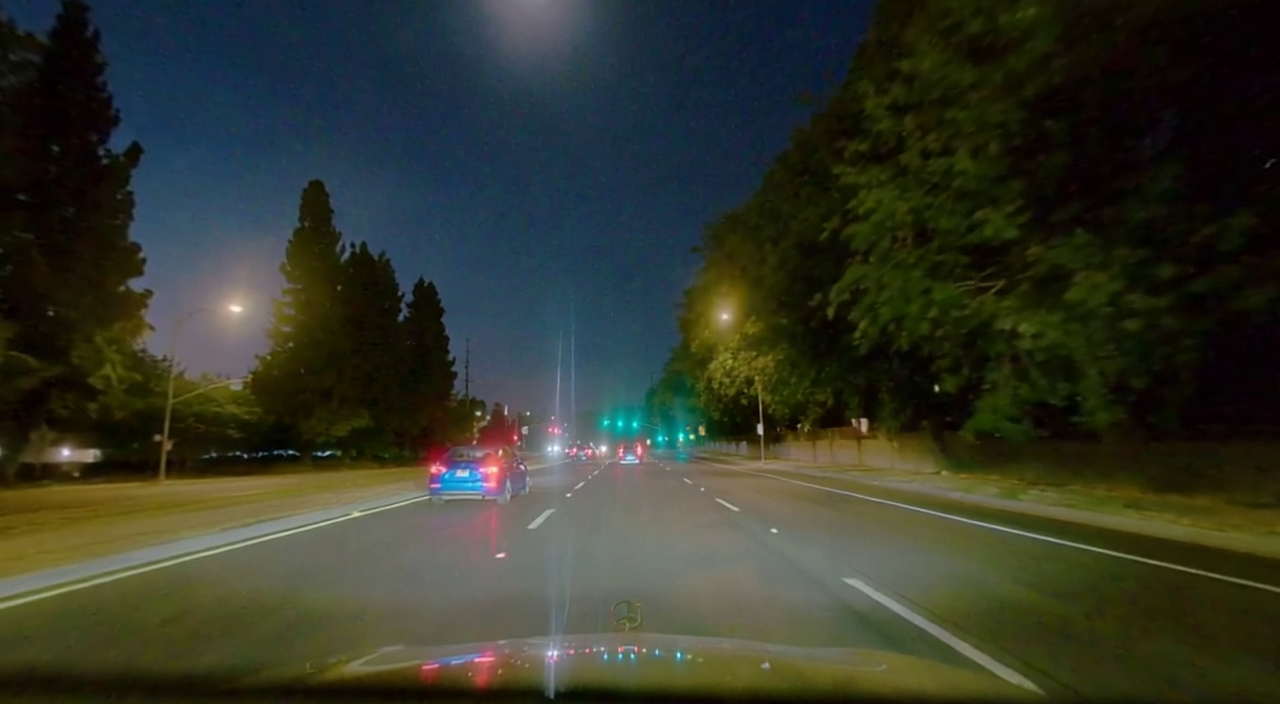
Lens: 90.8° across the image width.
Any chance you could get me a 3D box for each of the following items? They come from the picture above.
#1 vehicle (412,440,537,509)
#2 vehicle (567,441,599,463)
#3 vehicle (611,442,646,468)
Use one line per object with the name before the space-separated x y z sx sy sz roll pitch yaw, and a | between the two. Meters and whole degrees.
vehicle | -3.808 2.884 15.410 1.905 1.418 4.396 0 -8 -1
vehicle | -4.241 7.521 47.556 2.103 1.592 4.160 0 -8 -1
vehicle | -0.684 6.227 38.344 1.991 1.431 4.199 0 -8 -1
